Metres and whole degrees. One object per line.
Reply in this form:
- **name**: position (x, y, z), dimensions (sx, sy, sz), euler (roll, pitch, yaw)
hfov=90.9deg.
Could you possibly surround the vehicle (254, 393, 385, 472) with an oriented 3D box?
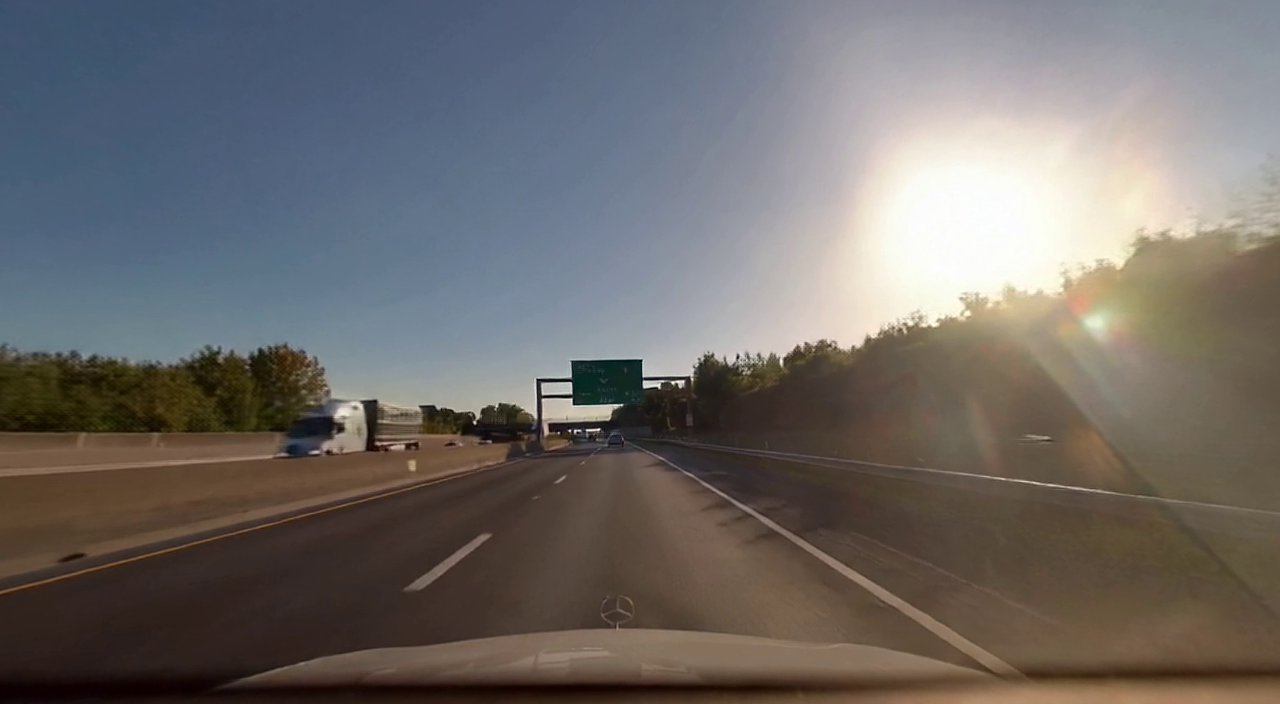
- **vehicle**: position (-17.734, 4.627, 35.786), dimensions (2.929, 3.911, 8.495), euler (1, -8, -1)
